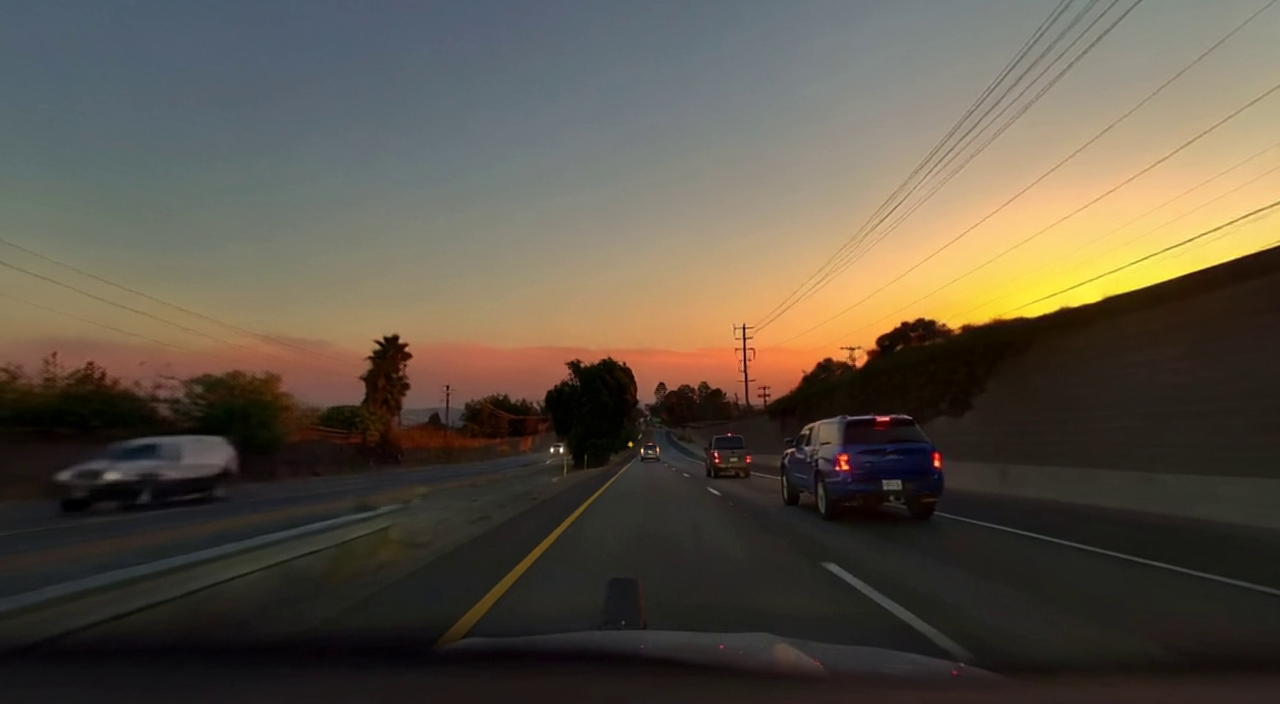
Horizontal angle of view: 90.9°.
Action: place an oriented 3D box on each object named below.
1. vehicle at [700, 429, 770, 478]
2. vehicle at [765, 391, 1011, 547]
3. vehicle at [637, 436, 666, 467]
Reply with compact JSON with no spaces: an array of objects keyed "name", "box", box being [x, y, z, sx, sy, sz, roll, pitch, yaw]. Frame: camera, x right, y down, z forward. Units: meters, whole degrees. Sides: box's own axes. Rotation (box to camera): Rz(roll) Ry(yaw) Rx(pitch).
[{"name":"vehicle","box":[4.519,4.964,31.086,2.594,2.155,5.670,0,-8,0]},{"name":"vehicle","box":[3.833,1.937,11.065,2.145,2.069,5.057,0,-8,-1]},{"name":"vehicle","box":[0.828,7.596,48.359,2.099,2.260,4.899,0,-8,0]}]
